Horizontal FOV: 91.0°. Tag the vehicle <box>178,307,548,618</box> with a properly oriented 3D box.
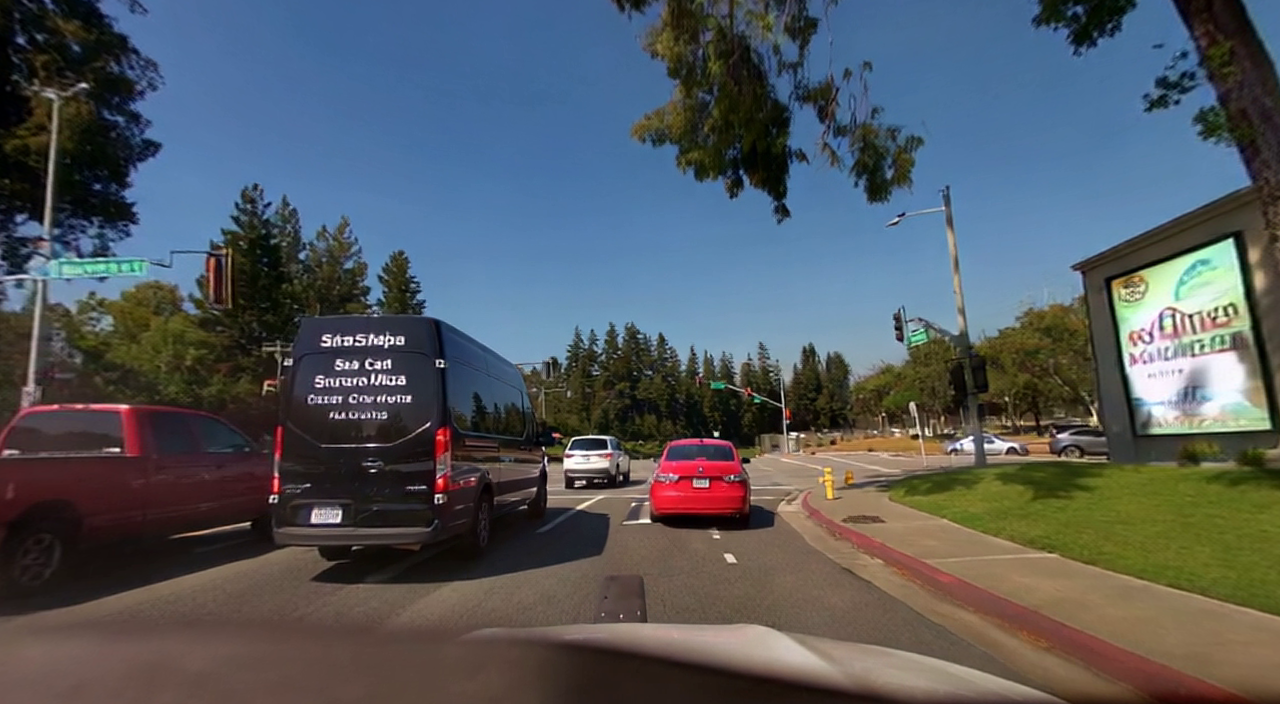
[{"bbox_3d":[-3.114,1.469,9.088,2.555,3.035,5.702,0,-9,1],"label":"vehicle"}]

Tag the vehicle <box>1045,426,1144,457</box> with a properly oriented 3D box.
[{"bbox_3d":[30.915,6.105,42.915,5.084,2.041,2.360,1,-9,-8],"label":"vehicle"}]

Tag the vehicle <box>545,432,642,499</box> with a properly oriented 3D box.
[{"bbox_3d":[-1.346,3.593,20.360,2.130,1.876,4.445,-1,-9,9],"label":"vehicle"}]

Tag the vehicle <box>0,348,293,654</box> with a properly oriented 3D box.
[{"bbox_3d":[-6.137,1.364,6.286,2.352,2.333,5.197,0,-9,-1],"label":"vehicle"}]

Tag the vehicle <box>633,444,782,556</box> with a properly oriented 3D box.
[{"bbox_3d":[1.337,2.725,12.429,2.398,1.773,4.254,-1,-9,7],"label":"vehicle"}]
